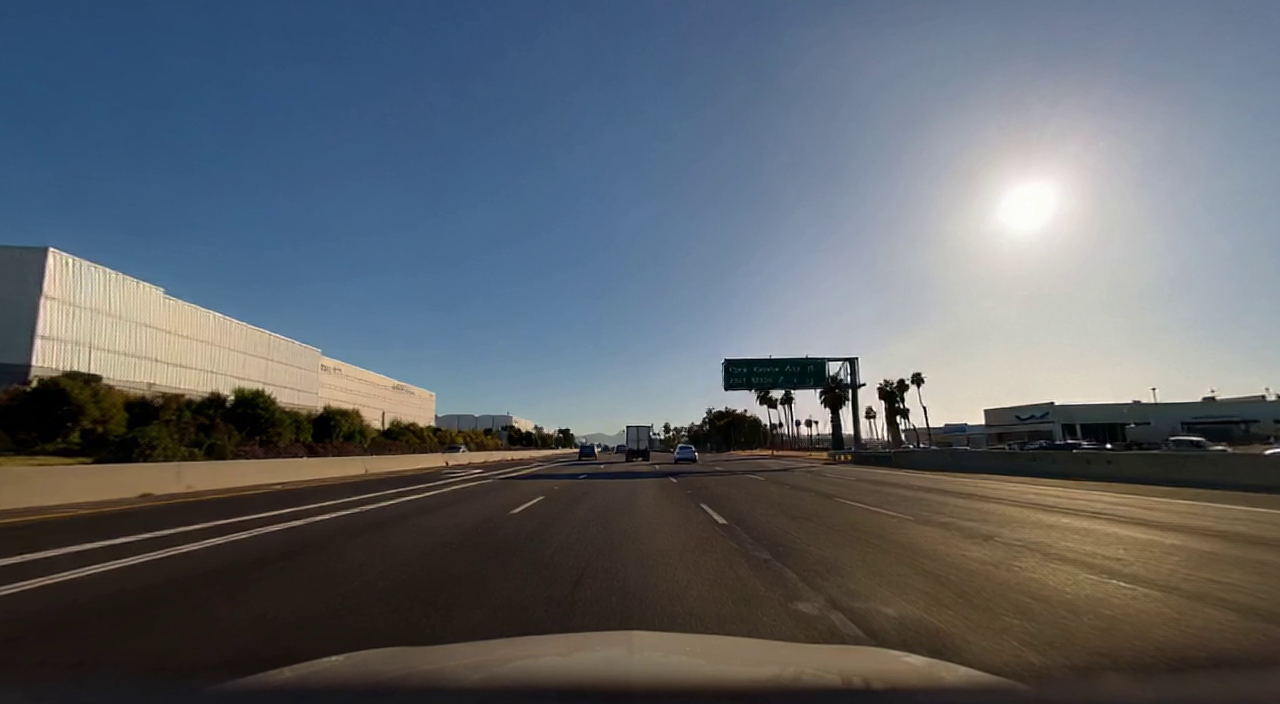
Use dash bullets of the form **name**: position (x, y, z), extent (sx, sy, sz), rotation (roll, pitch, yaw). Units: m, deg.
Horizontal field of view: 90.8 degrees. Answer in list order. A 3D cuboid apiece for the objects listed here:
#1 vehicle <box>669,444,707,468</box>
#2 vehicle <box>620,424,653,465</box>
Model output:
- **vehicle**: position (3.070, 6.716, 40.977), extent (2.049, 1.485, 4.106), rotation (0, -8, -1)
- **vehicle**: position (-0.315, 7.193, 49.106), extent (2.364, 2.953, 6.495), rotation (0, -8, -1)
